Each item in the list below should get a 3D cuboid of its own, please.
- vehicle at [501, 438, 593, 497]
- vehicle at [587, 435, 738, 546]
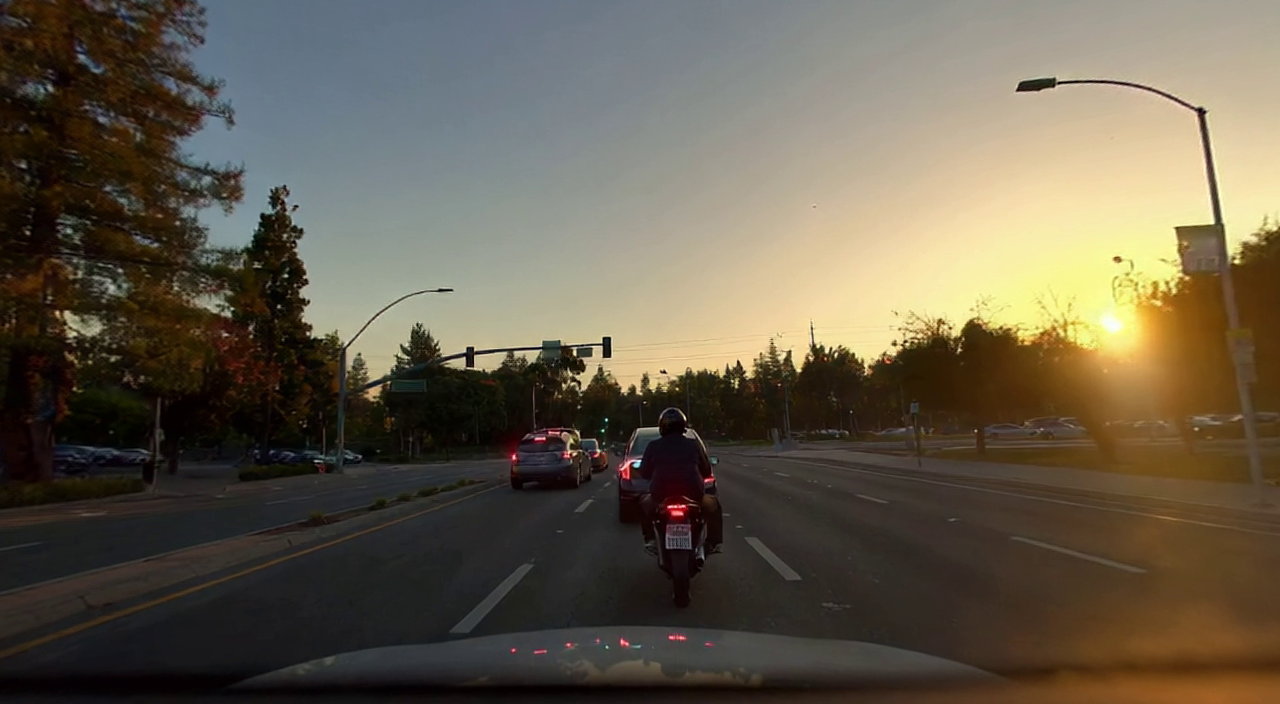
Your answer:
[{"bbox_3d":[-2.549,3.282,18.281,1.979,1.499,3.840,-1,-8,2],"label":"vehicle"},{"bbox_3d":[0.330,2.181,10.743,2.009,1.450,4.608,-1,-8,1],"label":"vehicle"}]
